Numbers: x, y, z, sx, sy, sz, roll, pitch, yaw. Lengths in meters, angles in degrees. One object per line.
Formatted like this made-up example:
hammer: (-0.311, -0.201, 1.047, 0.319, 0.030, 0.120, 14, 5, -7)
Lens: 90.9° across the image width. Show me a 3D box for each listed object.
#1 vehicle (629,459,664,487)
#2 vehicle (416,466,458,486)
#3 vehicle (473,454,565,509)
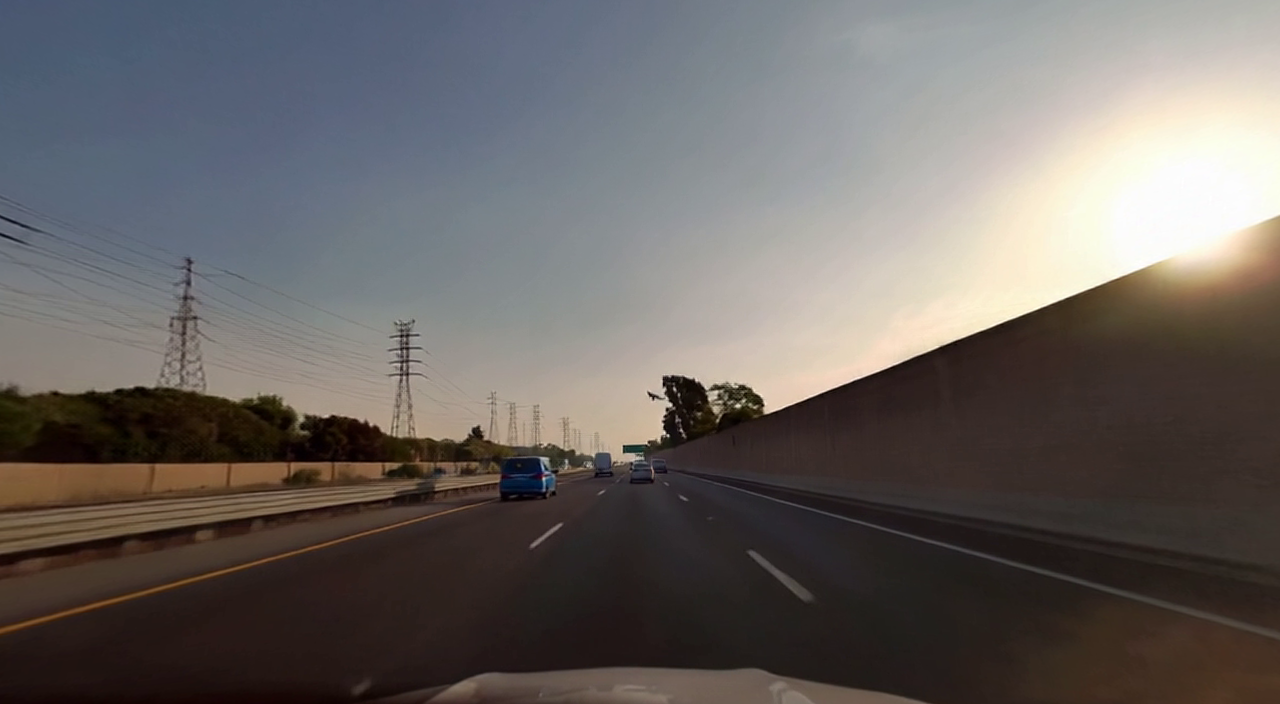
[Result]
vehicle: (0.352, 7.298, 38.075, 2.006, 1.554, 3.863, 1, -10, -1)
vehicle: (-15.400, 9.431, 47.985, 1.793, 1.429, 4.114, 1, -10, -1)
vehicle: (-3.757, 4.139, 20.434, 2.023, 1.541, 4.543, 1, -10, 0)
